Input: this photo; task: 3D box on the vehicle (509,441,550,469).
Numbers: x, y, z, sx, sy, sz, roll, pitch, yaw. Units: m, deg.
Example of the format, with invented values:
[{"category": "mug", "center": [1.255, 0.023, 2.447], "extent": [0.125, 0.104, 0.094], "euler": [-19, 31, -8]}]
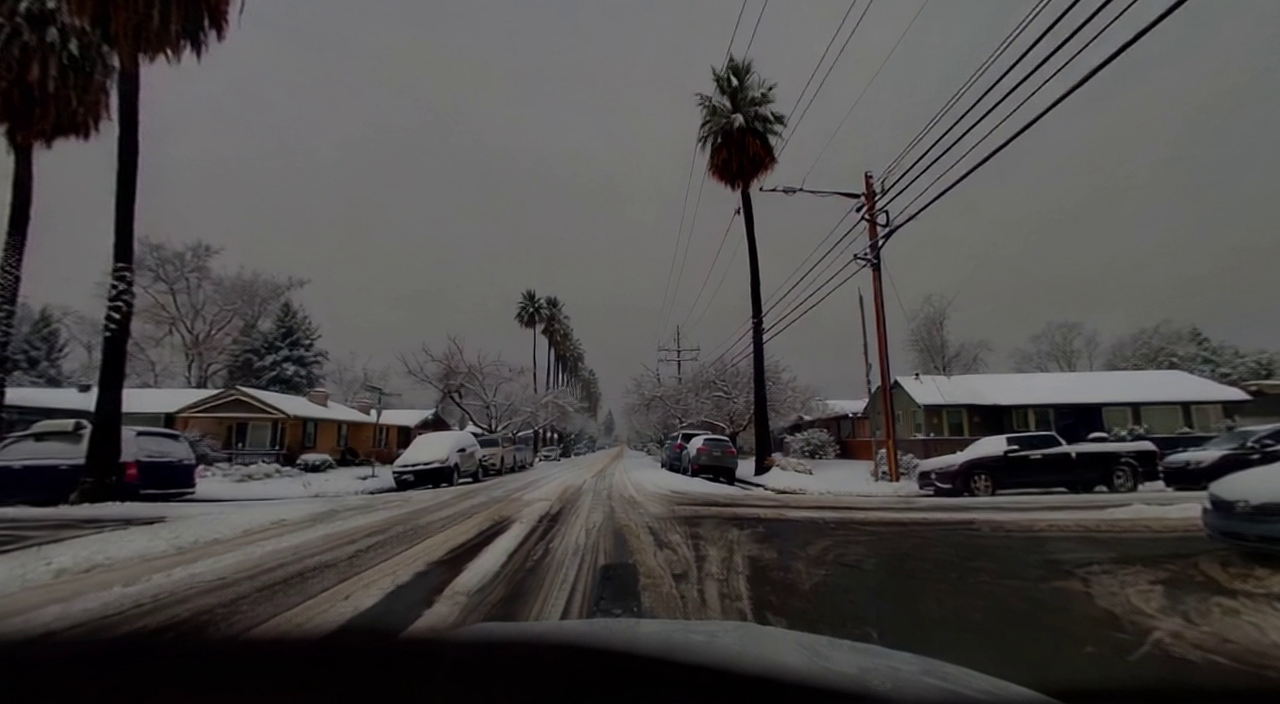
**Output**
[{"category": "vehicle", "center": [-7.821, 7.316, 45.133], "extent": [2.178, 1.865, 4.658], "euler": [1, -9, -2]}]

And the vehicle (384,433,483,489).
[{"category": "vehicle", "center": [-6.949, 3.720, 21.834], "extent": [2.198, 1.724, 4.493], "euler": [1, -9, -5]}]

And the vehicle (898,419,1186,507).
[{"category": "vehicle", "center": [10.303, 2.876, 16.574], "extent": [5.971, 1.967, 2.385], "euler": [-1, -9, -5]}]

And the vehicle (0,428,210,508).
[{"category": "vehicle", "center": [-14.779, 2.953, 16.067], "extent": [5.847, 1.766, 2.392], "euler": [-1, -9, -2]}]

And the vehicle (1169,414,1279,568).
[{"category": "vehicle", "center": [8.990, 1.562, 7.129], "extent": [4.181, 1.638, 2.015], "euler": [0, -9, -1]}]

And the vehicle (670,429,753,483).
[{"category": "vehicle", "center": [2.711, 4.168, 25.588], "extent": [2.505, 1.895, 5.805], "euler": [1, -9, -2]}]
